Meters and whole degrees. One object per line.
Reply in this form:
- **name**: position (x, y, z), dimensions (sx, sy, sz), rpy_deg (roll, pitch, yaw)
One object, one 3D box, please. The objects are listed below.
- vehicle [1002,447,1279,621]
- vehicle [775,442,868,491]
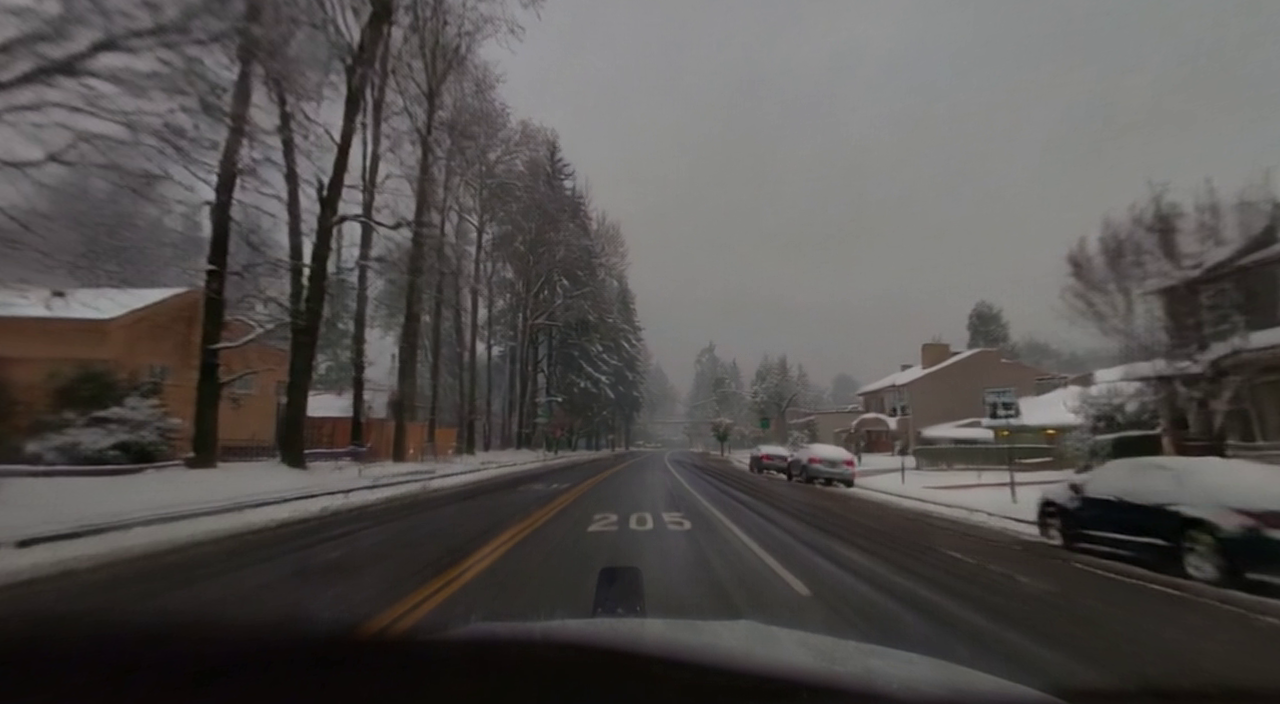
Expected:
- **vehicle**: position (6.397, 1.834, 7.215), dimensions (1.913, 1.479, 4.209), rpy_deg (0, -9, -2)
- **vehicle**: position (6.288, 4.009, 22.456), dimensions (1.893, 1.543, 4.434), rpy_deg (0, -9, -2)
